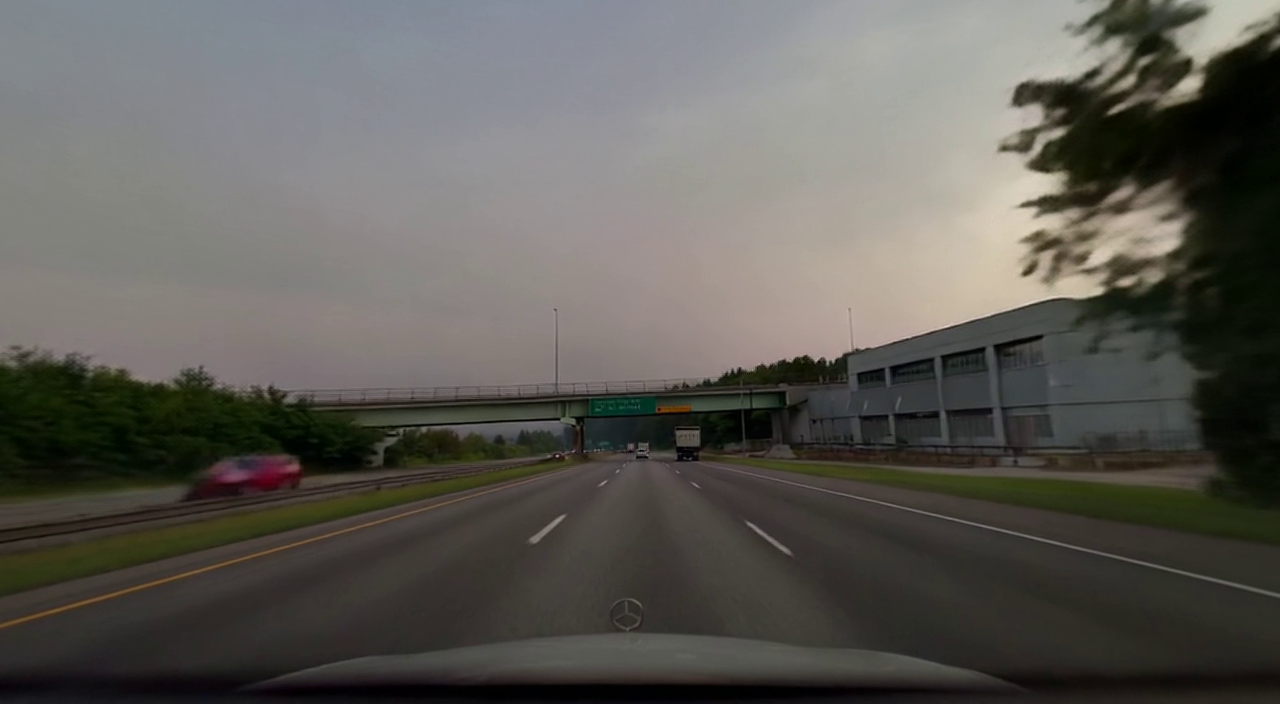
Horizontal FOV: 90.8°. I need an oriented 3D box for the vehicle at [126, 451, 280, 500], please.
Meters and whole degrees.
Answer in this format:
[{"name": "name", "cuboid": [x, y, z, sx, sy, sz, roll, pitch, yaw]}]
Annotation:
[{"name": "vehicle", "cuboid": [-15.125, 4.272, 22.279, 1.955, 1.497, 4.830, 0, -9, 0]}]
